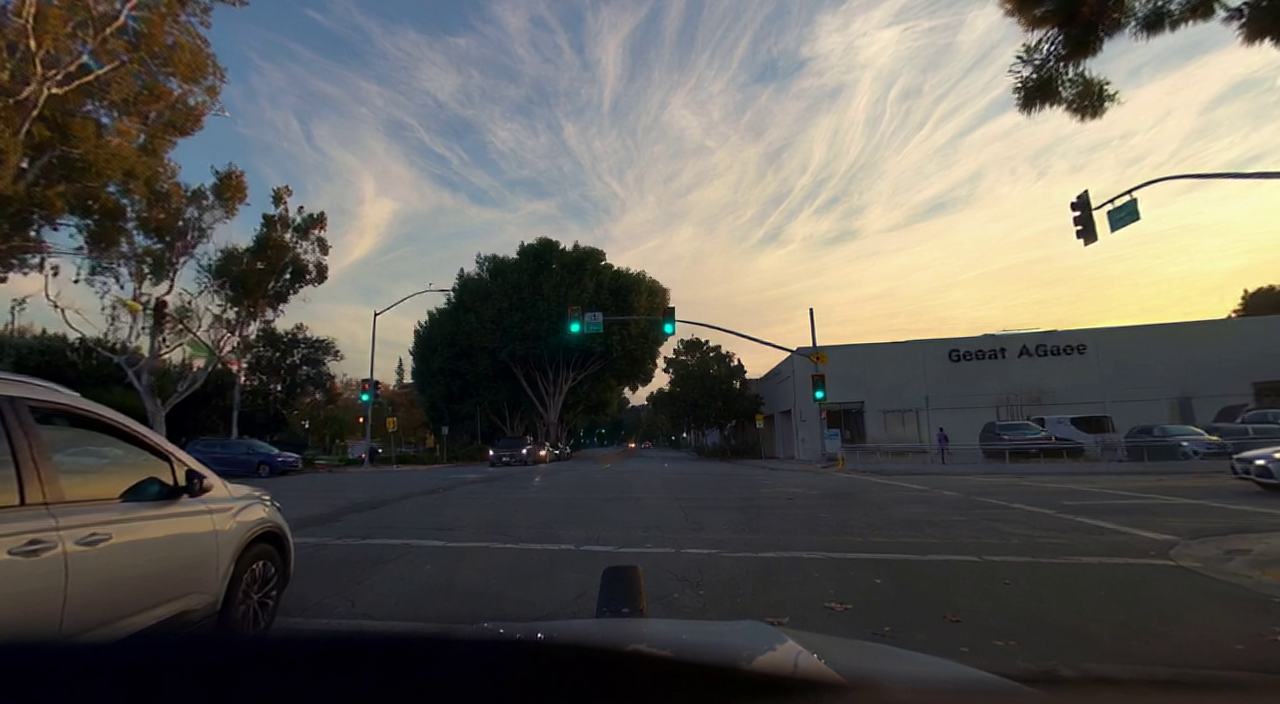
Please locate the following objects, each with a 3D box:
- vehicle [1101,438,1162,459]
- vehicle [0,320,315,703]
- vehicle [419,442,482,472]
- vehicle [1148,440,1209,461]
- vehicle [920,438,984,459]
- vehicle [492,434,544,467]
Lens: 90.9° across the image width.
[{"bbox_3d":[38.476,7.552,49.503,1.837,1.514,4.786,-2,-9,13],"label":"vehicle"},{"bbox_3d":[-3.476,0.786,2.492,2.000,1.789,4.638,0,-8,-2],"label":"vehicle"},{"bbox_3d":[-10.638,5.911,35.716,2.041,1.548,4.868,0,-8,0],"label":"vehicle"},{"bbox_3d":[41.151,7.560,48.266,1.767,1.456,4.191,-4,-11,15],"label":"vehicle"},{"bbox_3d":[21.468,6.644,43.400,3.576,1.425,1.702,2,-8,-11],"label":"vehicle"},{"bbox_3d":[-7.168,5.854,37.464,2.081,1.818,4.782,0,-8,1],"label":"vehicle"}]
